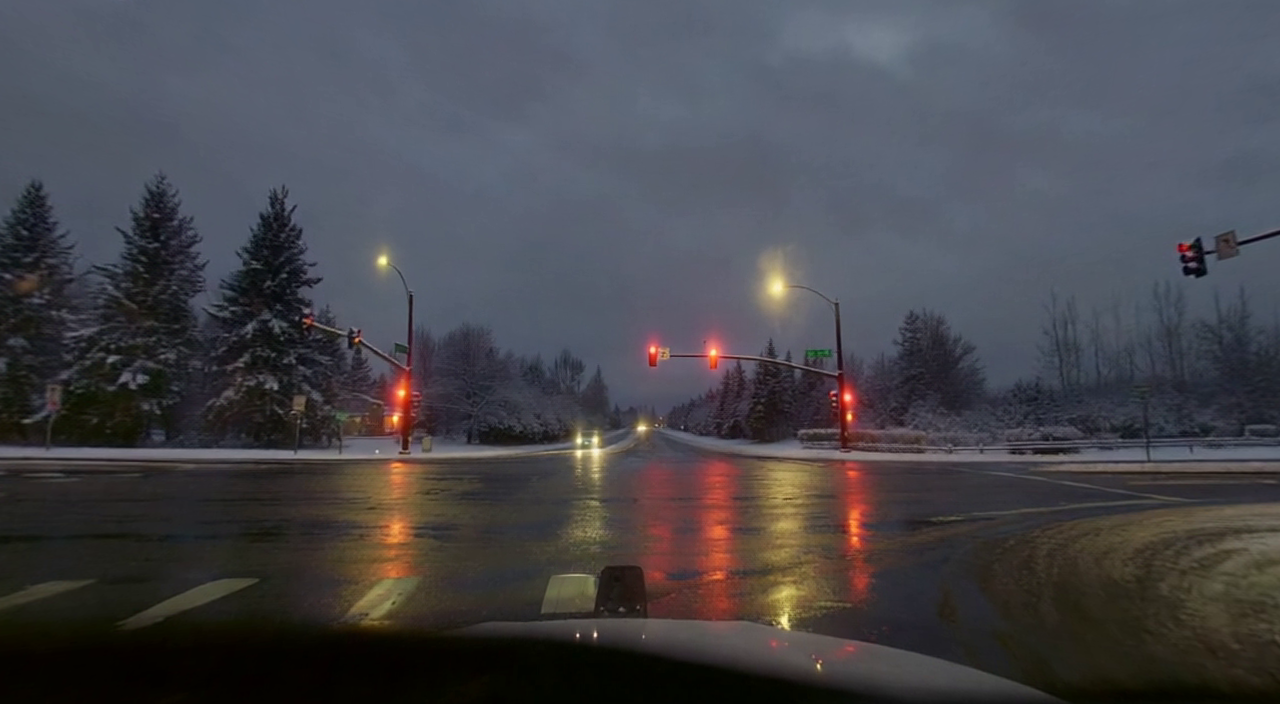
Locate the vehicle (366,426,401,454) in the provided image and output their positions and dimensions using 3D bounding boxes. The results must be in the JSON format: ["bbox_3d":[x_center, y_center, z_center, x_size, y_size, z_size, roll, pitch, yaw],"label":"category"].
[{"bbox_3d":[-19.993,6.871,48.896,1.873,2.079,2.879,5,-10,-33],"label":"vehicle"}]
